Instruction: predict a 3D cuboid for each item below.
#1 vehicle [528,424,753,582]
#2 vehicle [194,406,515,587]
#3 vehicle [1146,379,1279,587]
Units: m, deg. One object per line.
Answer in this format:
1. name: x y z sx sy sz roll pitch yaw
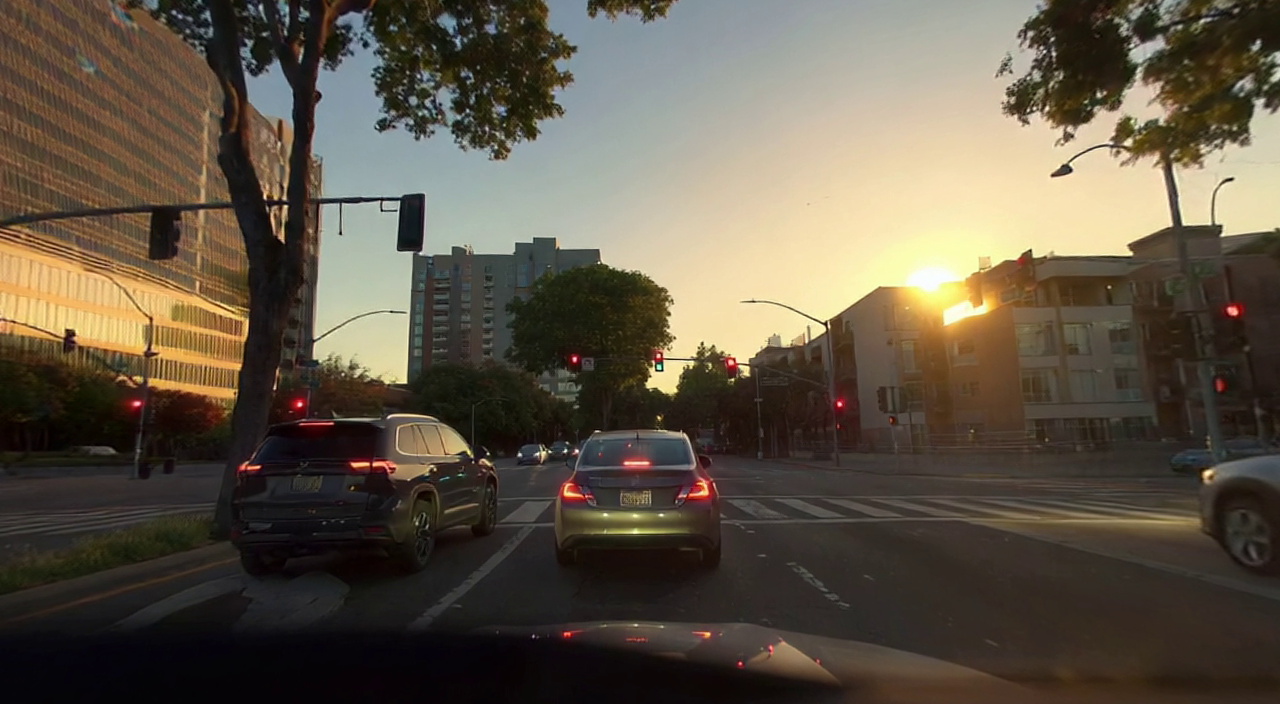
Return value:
1. vehicle: 0.021 1.756 8.145 2.190 1.522 3.850 0 -8 1
2. vehicle: -3.171 1.706 8.317 2.081 1.719 4.434 0 -8 1
3. vehicle: 6.701 0.978 4.340 2.079 1.828 5.323 0 -8 1
